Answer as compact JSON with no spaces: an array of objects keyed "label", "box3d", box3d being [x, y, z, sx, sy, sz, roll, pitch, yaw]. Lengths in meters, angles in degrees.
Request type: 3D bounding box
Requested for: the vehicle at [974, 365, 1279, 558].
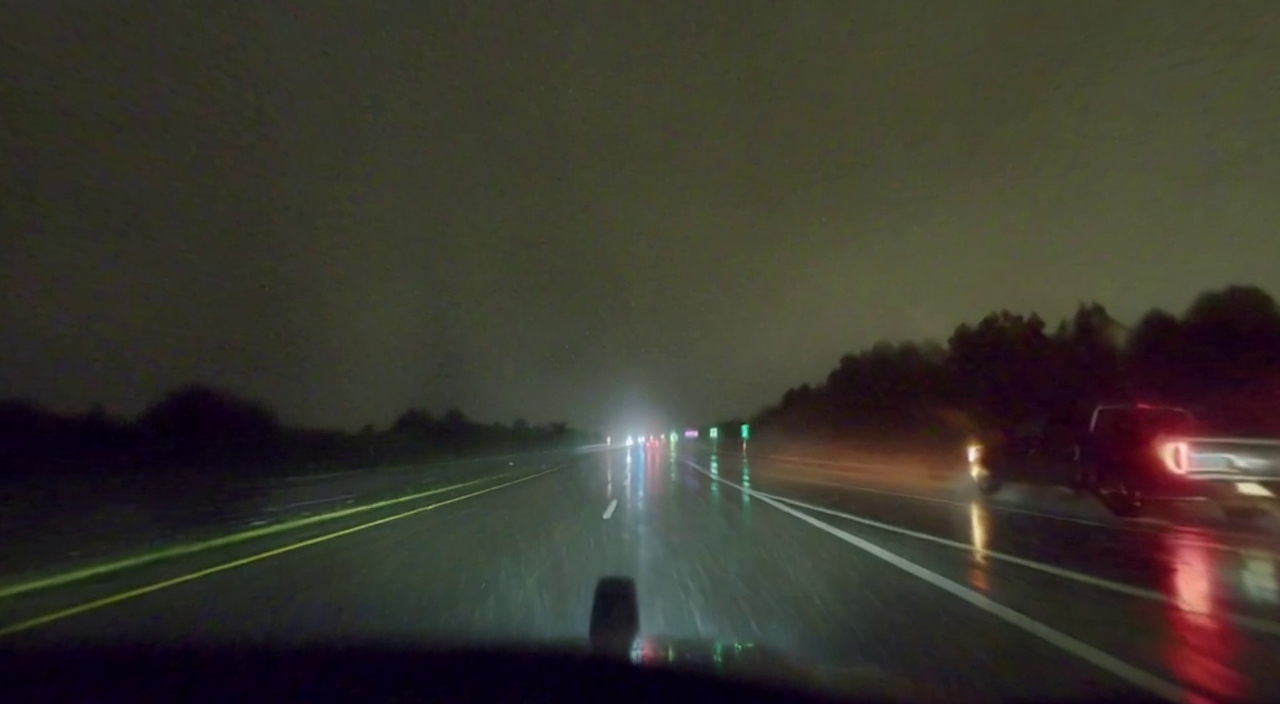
[{"label":"vehicle","box3d":[7.400,1.431,8.722,2.328,1.916,5.227,0,-8,-5]}]
